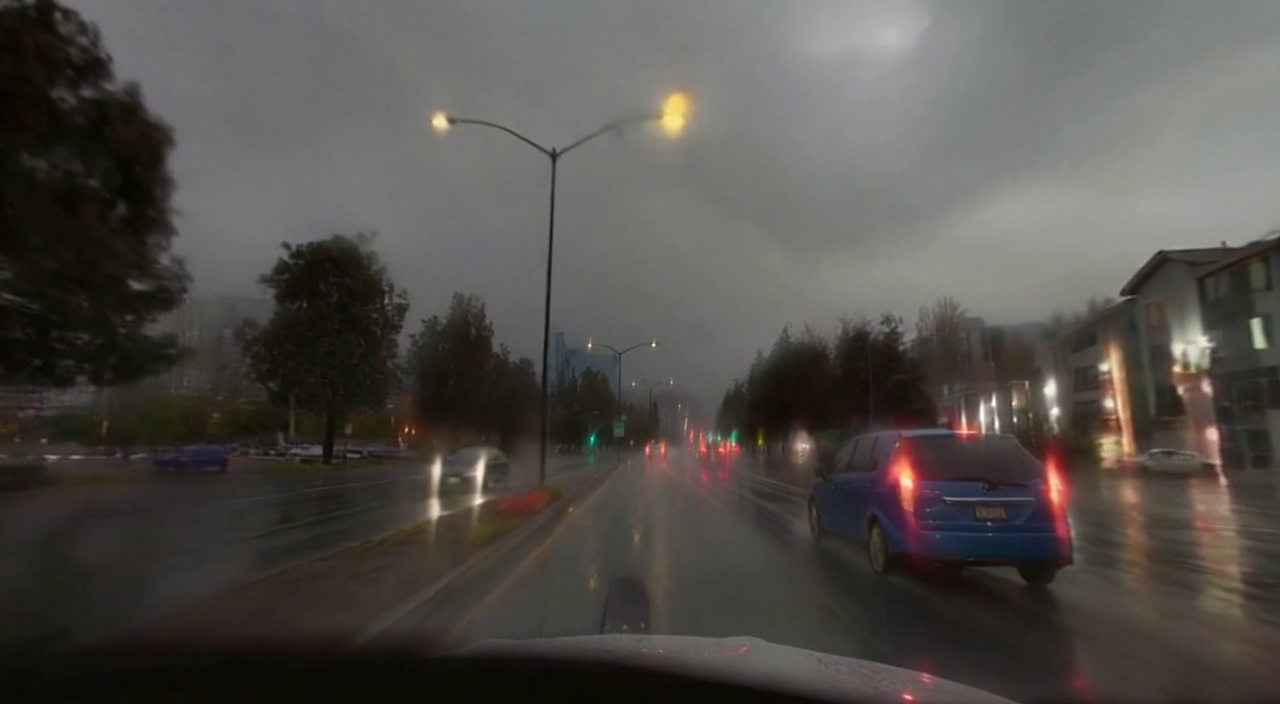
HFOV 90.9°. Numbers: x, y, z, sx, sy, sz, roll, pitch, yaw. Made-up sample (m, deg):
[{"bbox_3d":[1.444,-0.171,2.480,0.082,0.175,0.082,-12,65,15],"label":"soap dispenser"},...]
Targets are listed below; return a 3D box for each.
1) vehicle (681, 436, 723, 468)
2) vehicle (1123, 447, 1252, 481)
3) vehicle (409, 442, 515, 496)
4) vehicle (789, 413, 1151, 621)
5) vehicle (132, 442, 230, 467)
[{"bbox_3d":[3.823,6.248,39.528,2.154,1.844,4.634,0,-8,0],"label":"vehicle"},{"bbox_3d":[28.080,5.730,32.506,4.391,1.600,2.137,-2,-8,15],"label":"vehicle"},{"bbox_3d":[-5.318,3.529,19.516,1.953,1.462,4.297,0,-8,1],"label":"vehicle"},{"bbox_3d":[3.103,1.596,7.067,1.901,1.634,3.952,0,-8,0],"label":"vehicle"},{"bbox_3d":[-28.121,6.296,38.663,4.783,1.452,1.753,-1,-8,5],"label":"vehicle"}]
